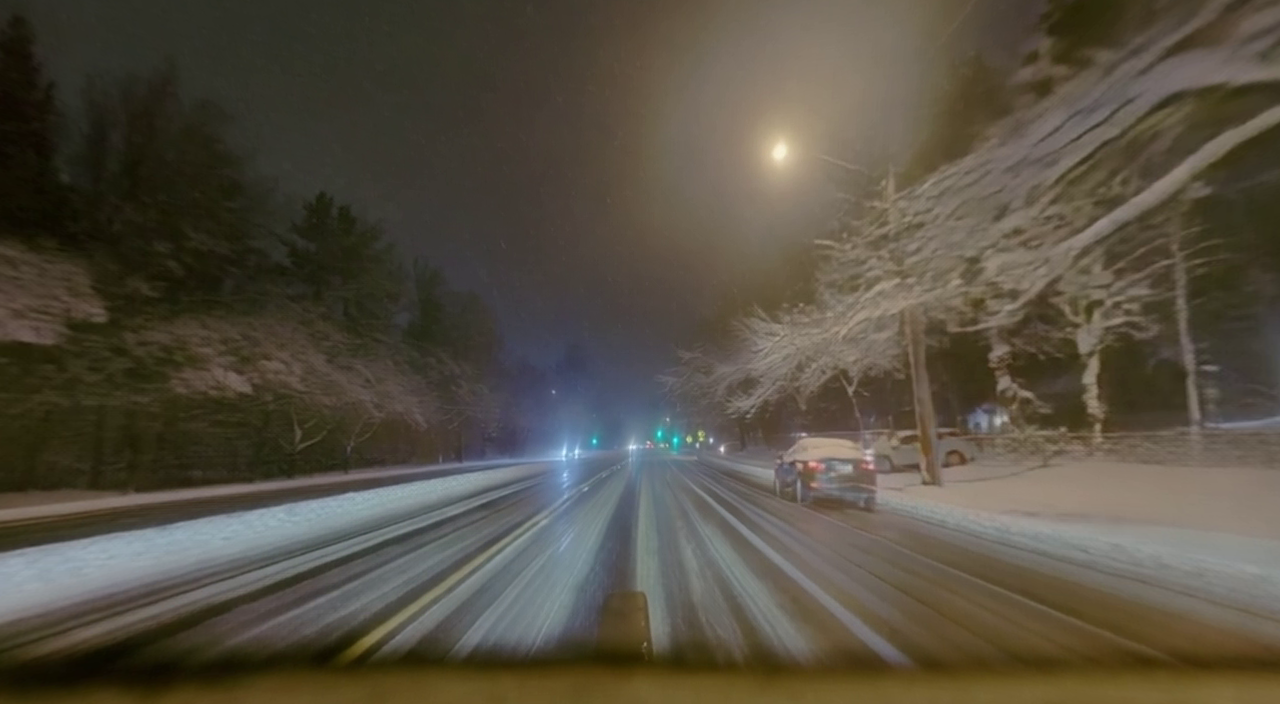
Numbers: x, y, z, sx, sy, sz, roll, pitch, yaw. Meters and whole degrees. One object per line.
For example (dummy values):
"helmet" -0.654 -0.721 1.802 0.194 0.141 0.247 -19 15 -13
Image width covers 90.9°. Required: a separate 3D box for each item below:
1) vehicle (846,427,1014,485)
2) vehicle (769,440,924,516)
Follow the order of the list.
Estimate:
"vehicle" 10.124 3.674 22.333 4.839 1.933 2.215 1 -8 -3
"vehicle" 4.628 2.878 15.025 2.184 1.496 4.615 0 -9 1
